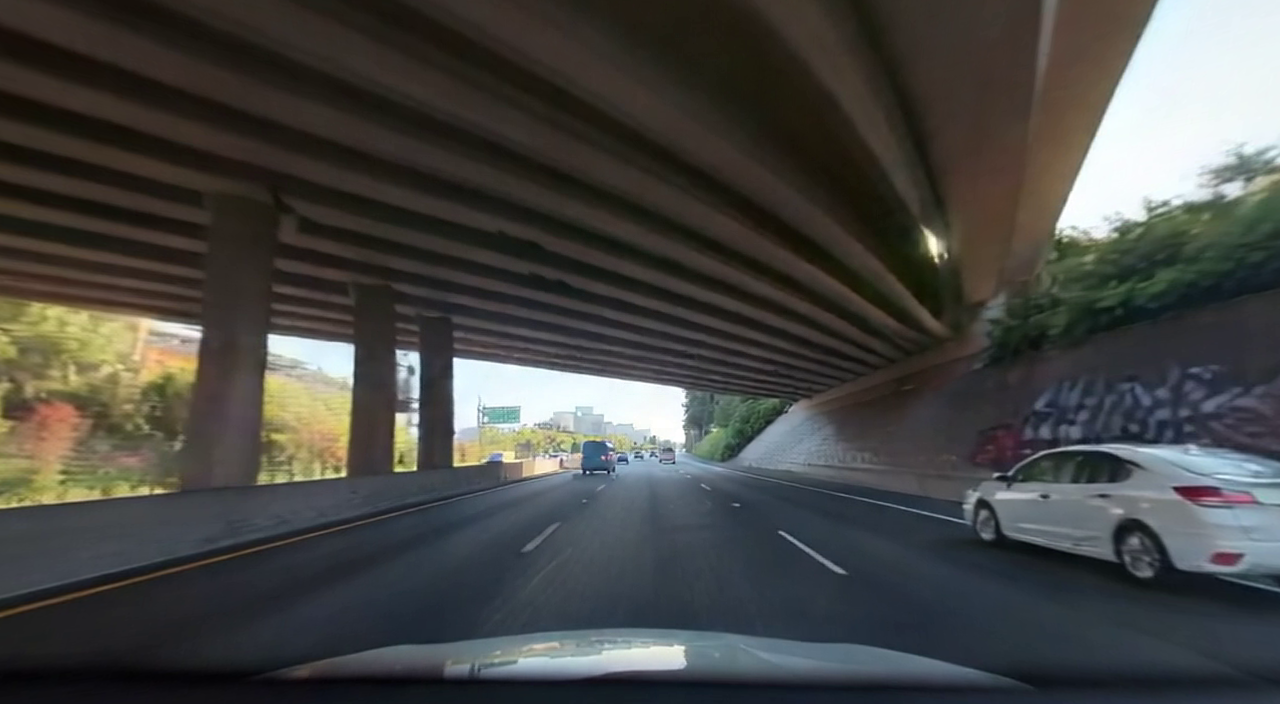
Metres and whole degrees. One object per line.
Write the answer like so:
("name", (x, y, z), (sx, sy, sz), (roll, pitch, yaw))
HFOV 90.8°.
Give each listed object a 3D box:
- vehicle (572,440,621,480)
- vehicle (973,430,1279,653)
("vehicle", (-2.321, 5.940, 35.045), (2.310, 2.030, 5.094), (0, -9, 1))
("vehicle", (5.298, 1.503, 5.767), (1.972, 1.492, 4.623), (0, -9, 0))
